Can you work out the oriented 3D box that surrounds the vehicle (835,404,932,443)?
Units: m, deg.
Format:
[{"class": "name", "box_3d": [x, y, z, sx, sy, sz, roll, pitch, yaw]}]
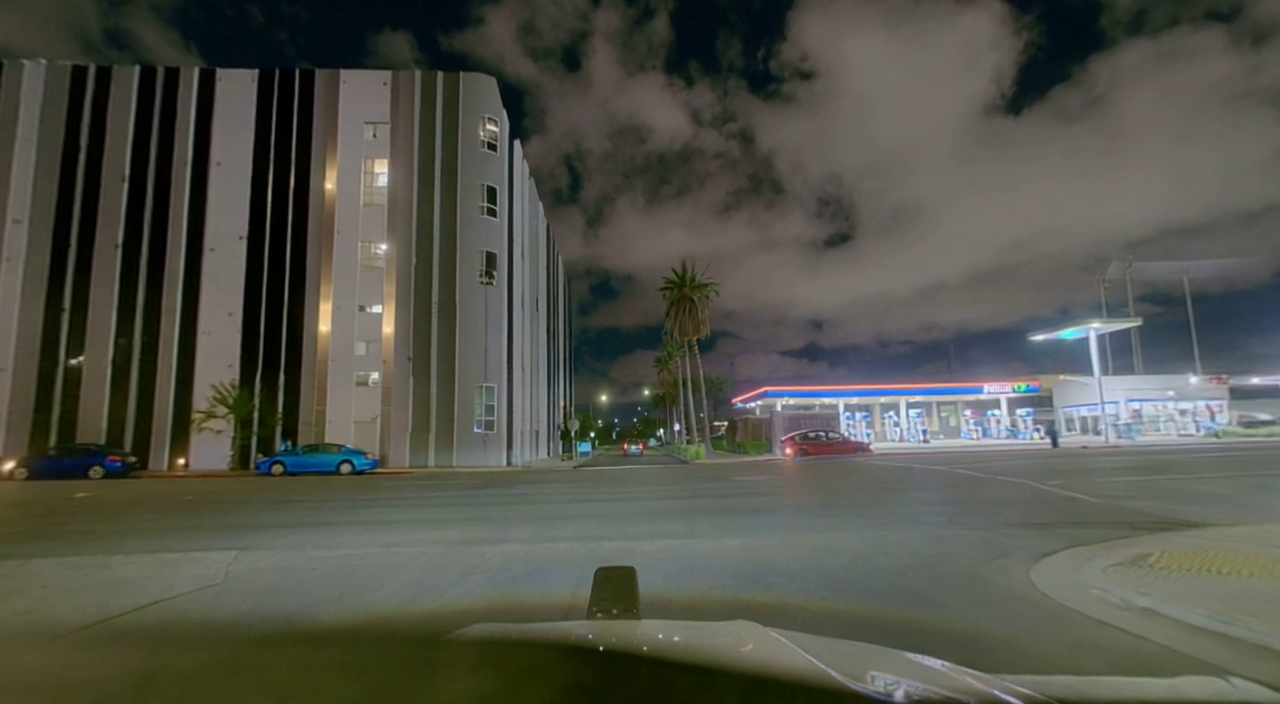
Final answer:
[{"class": "vehicle", "box_3d": [16.158, 4.803, 42.132, 5.524, 2.504, 2.196, 1, -9, -3]}]

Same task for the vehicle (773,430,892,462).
[{"class": "vehicle", "box_3d": [8.566, 4.230, 28.329, 4.782, 1.371, 1.763, 1, -9, -6]}]

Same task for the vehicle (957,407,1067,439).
[{"class": "vehicle", "box_3d": [28.596, 5.456, 48.721, 7.026, 2.329, 2.545, 1, -6, -4]}]

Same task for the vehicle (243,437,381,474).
[{"class": "vehicle", "box_3d": [-13.931, 4.420, 27.027, 4.857, 1.497, 1.811, 0, -9, 2]}]

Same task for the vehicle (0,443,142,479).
[{"class": "vehicle", "box_3d": [-23.606, 4.502, 26.175, 4.321, 1.430, 1.775, 0, -9, -2]}]
